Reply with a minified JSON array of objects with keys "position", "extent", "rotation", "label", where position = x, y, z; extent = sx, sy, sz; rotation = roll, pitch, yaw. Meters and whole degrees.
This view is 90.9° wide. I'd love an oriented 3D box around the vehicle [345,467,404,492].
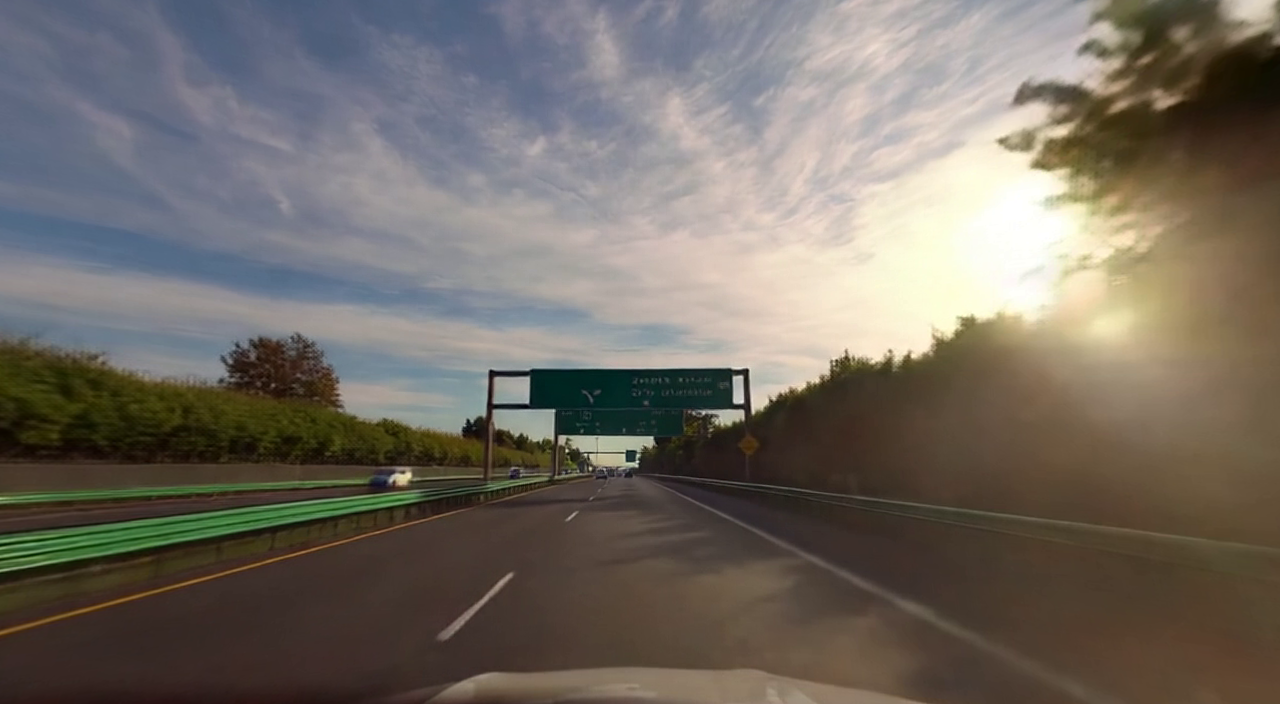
[{"position":[-16.815,8.115,40.153],"extent":[1.897,1.465,4.352],"rotation":[1,-11,-1],"label":"vehicle"}]
